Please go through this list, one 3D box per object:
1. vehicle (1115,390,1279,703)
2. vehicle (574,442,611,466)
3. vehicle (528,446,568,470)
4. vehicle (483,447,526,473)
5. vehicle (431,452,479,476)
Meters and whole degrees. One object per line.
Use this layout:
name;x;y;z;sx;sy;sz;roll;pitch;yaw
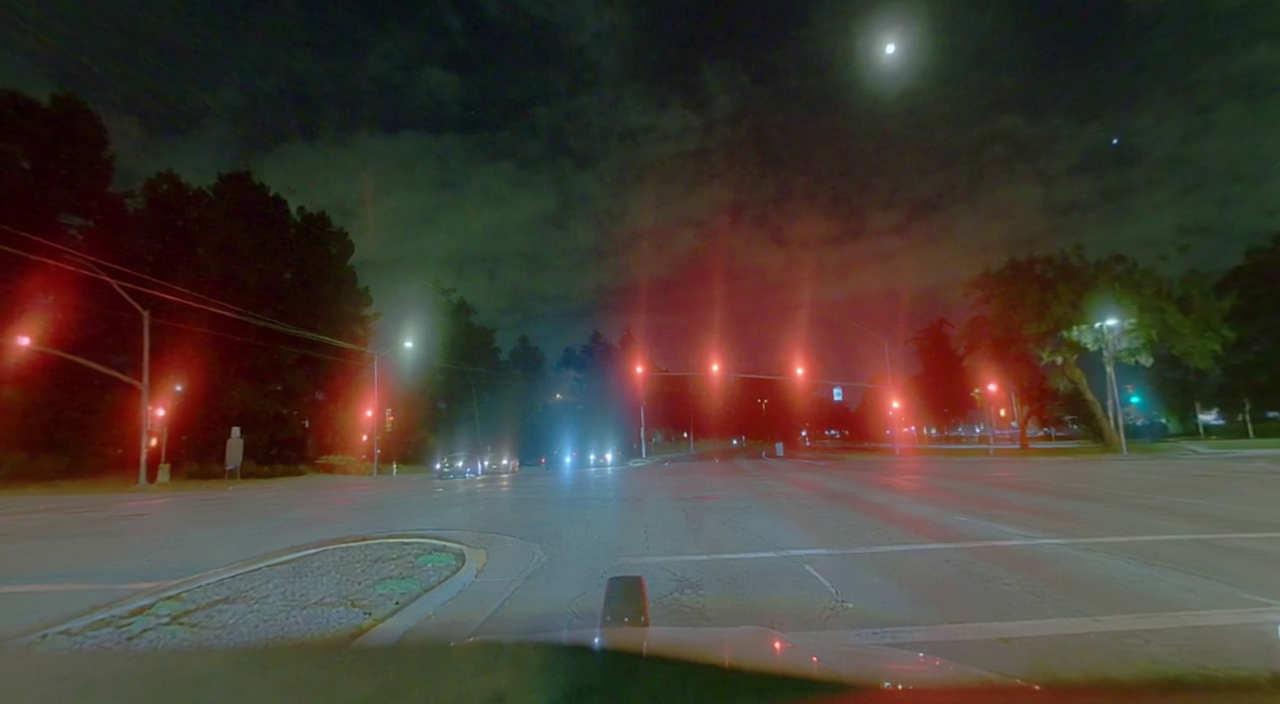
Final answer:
vehicle;3.057;0.618;0.434;1.978;1.468;4.544;0;-9;1
vehicle;-3.515;7.723;47.734;2.215;1.732;4.684;-1;-9;3
vehicle;-6.572;7.604;45.495;2.126;1.657;4.307;0;-9;2
vehicle;-9.805;7.836;45.941;2.064;1.725;4.243;0;-9;1
vehicle;-13.417;8.114;45.987;2.101;1.637;4.304;0;-9;1
